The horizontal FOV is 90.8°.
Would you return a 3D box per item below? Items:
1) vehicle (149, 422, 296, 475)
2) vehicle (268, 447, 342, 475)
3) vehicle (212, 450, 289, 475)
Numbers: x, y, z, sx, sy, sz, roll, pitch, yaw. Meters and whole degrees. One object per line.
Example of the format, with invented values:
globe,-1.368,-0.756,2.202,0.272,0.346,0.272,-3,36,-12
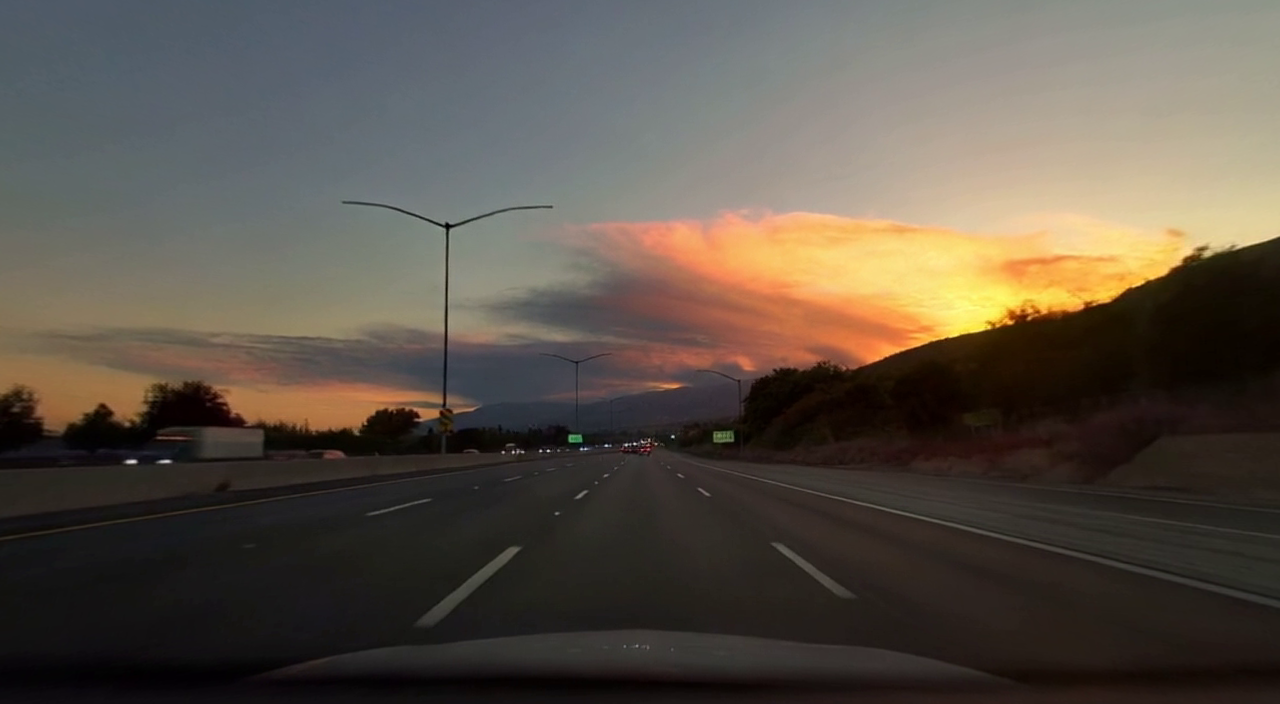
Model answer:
vehicle,-28.470,6.721,43.957,2.894,3.206,10.289,0,-9,2
vehicle,-20.649,6.716,39.151,1.904,1.534,4.668,0,-8,2
vehicle,-24.725,7.002,40.288,1.881,1.490,4.586,0,-8,1
